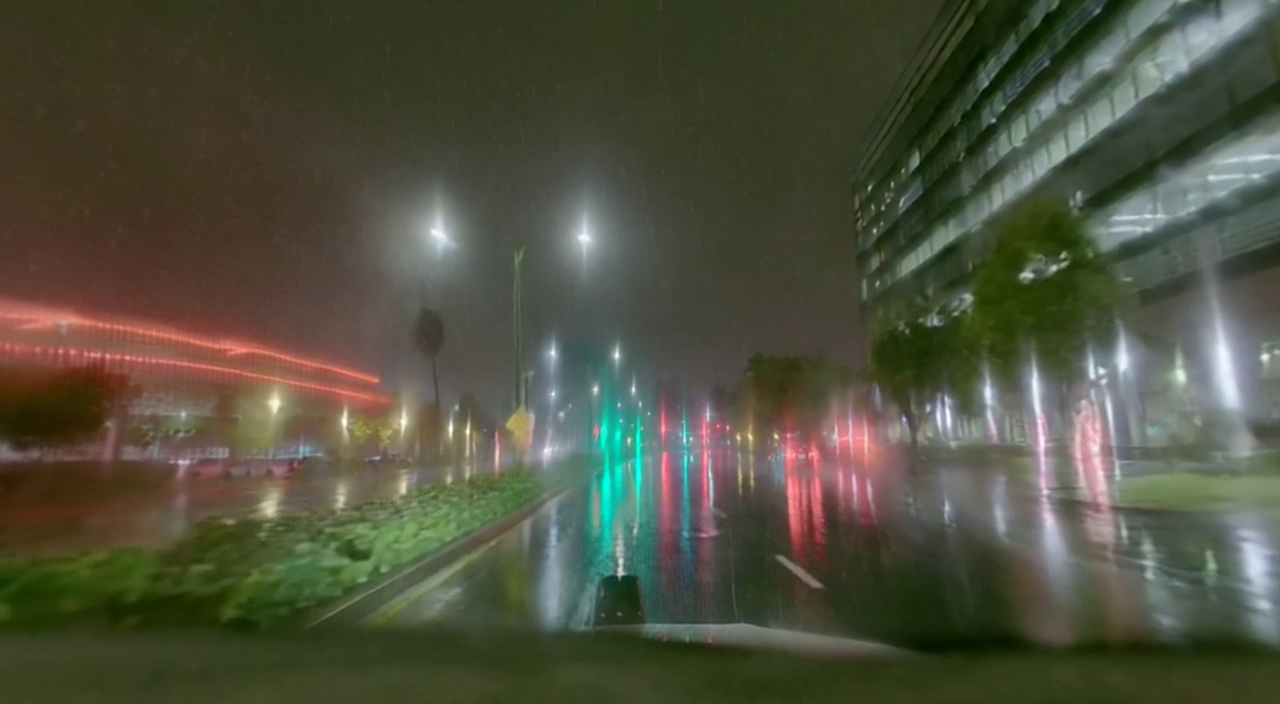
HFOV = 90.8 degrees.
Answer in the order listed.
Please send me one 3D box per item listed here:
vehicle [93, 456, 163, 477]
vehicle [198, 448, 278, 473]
[{"bbox_3d":[-40.404,9.020,49.925,4.102,1.543,1.629,0,-9,2],"label":"vehicle"},{"bbox_3d":[-29.327,7.958,46.162,4.470,1.480,1.989,-4,-10,0],"label":"vehicle"}]
